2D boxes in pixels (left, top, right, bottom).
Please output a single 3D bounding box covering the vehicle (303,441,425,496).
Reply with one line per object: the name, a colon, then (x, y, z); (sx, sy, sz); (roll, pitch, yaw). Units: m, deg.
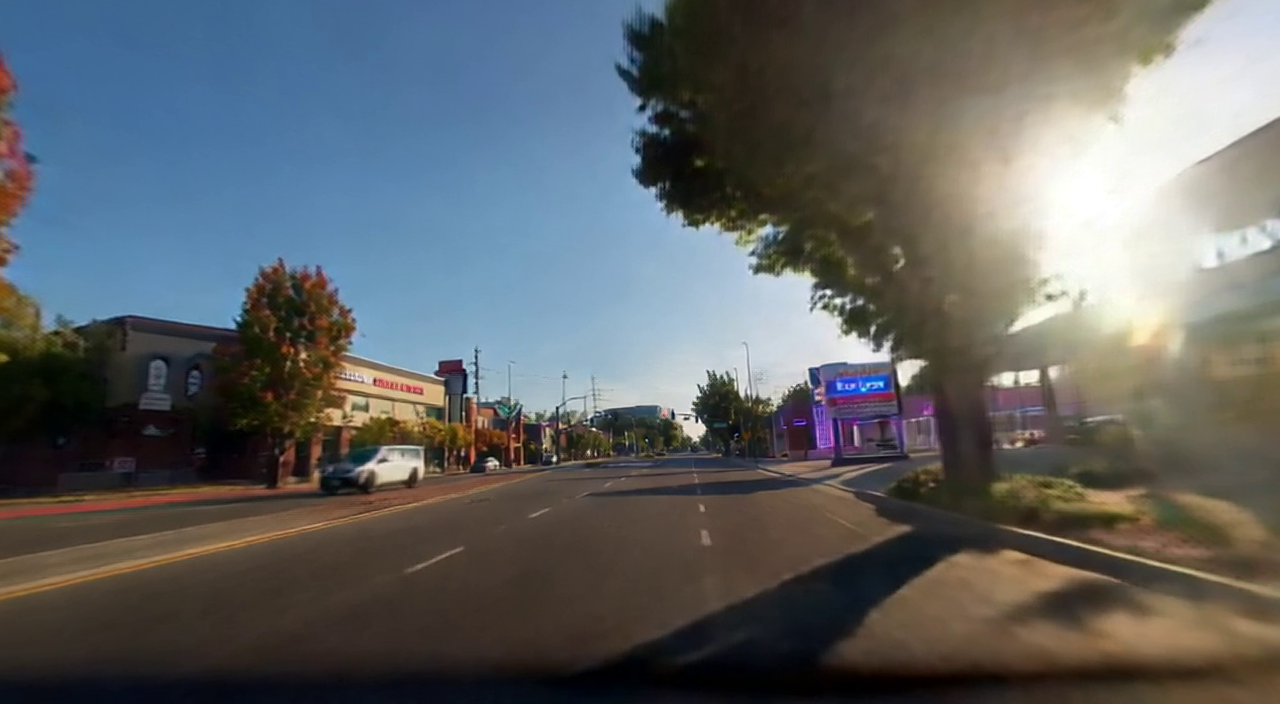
vehicle: (-9.864, 4.159, 22.965); (2.209, 1.773, 4.481); (0, -9, 3)
